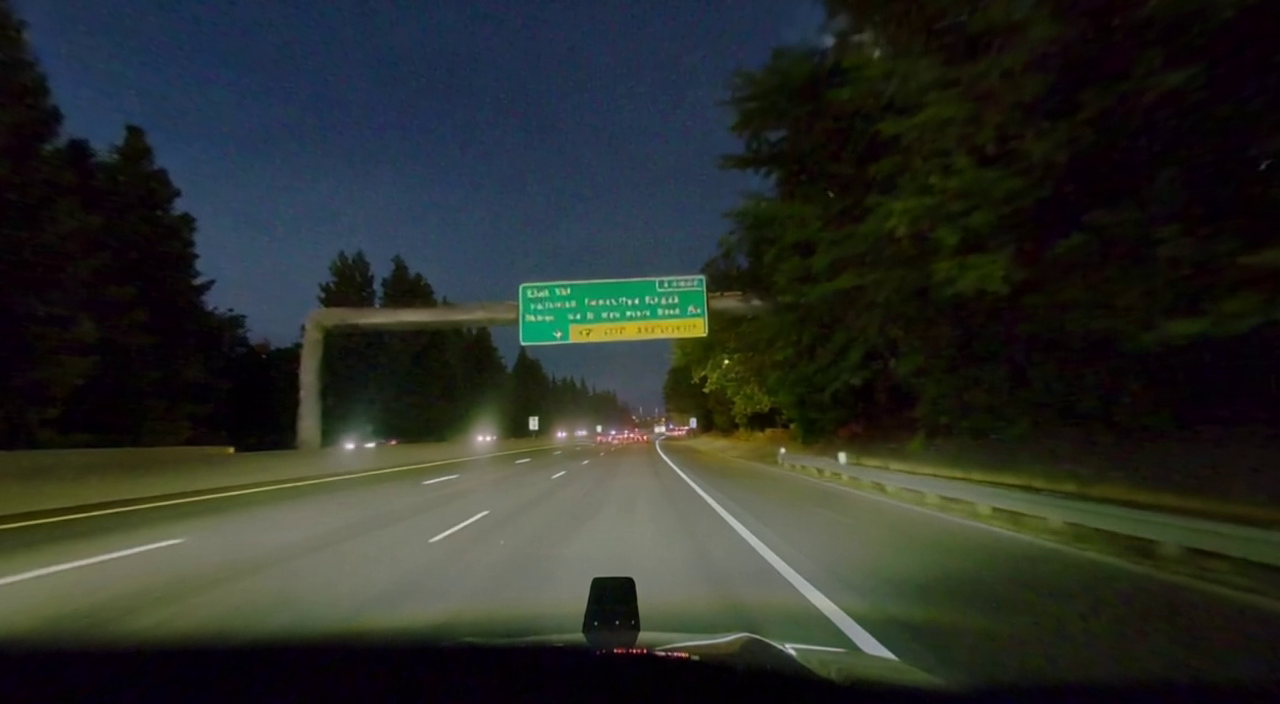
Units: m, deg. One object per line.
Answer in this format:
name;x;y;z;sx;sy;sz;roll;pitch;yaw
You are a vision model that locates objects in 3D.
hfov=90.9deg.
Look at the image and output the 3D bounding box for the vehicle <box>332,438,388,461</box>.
vehicle;-19.341;6.734;43.768;1.855;1.478;4.328;0;-7;1
